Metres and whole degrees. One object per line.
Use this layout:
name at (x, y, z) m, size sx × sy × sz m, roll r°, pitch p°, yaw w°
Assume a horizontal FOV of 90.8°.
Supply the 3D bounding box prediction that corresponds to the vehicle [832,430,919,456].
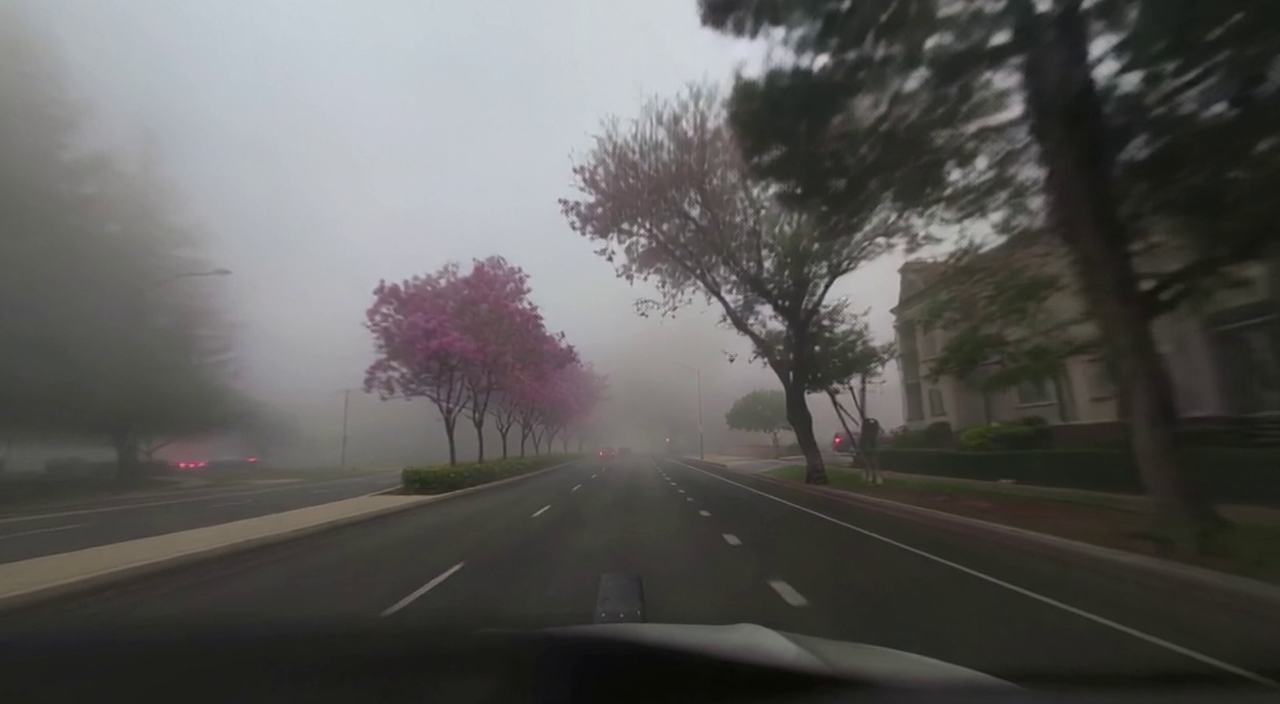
vehicle at (15.184, 5.889, 40.963) m, size 4.877 × 1.592 × 1.913 m, roll -1°, pitch -9°, yaw 2°
